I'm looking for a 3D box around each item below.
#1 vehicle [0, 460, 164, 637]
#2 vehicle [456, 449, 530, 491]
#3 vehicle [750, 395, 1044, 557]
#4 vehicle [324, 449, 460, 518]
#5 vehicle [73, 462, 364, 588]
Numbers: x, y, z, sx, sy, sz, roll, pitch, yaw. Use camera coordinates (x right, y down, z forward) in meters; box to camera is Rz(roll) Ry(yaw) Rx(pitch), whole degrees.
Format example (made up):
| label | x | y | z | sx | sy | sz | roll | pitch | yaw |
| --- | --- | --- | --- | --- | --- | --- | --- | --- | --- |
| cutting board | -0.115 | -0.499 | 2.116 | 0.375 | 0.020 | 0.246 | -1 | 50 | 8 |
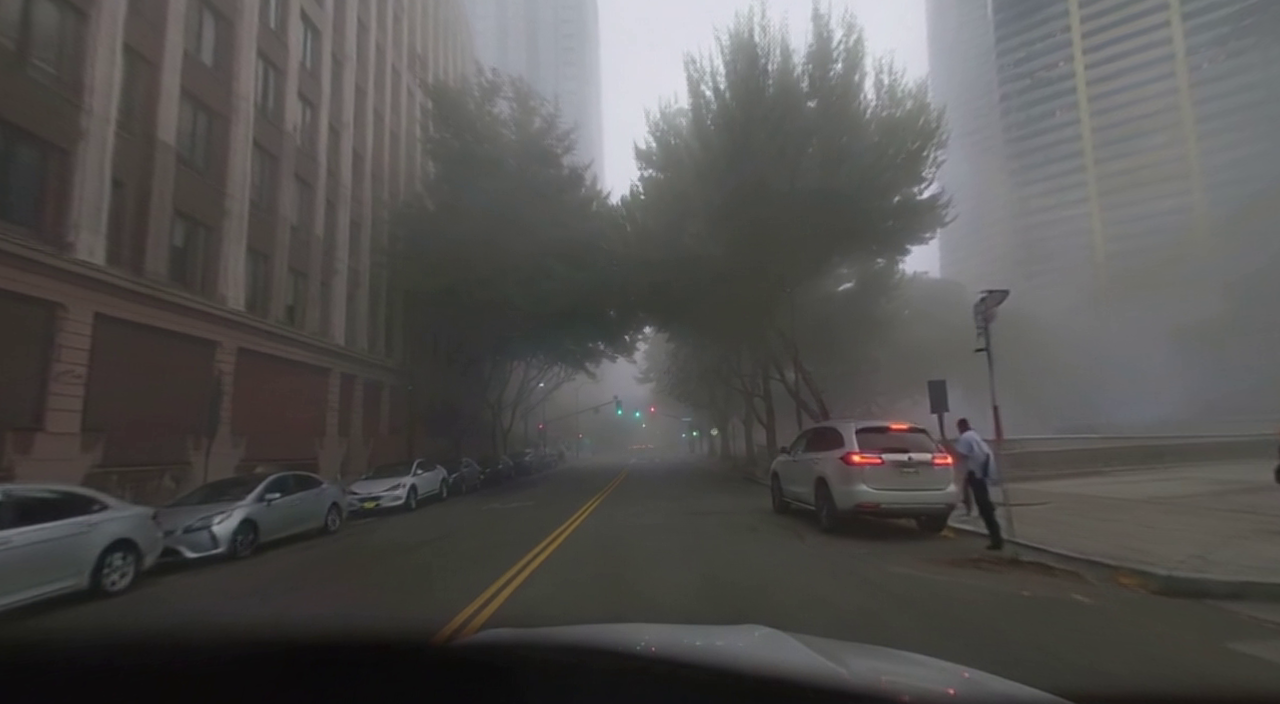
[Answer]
| label | x | y | z | sx | sy | sz | roll | pitch | yaw |
| --- | --- | --- | --- | --- | --- | --- | --- | --- | --- |
| vehicle | -6.935 | 1.867 | 5.572 | 1.944 | 1.574 | 4.717 | -3 | -8 | -2 |
| vehicle | -6.440 | 5.183 | 28.161 | 2.270 | 1.539 | 4.855 | -3 | -8 | -2 |
| vehicle | 3.973 | 2.096 | 11.495 | 2.568 | 2.001 | 5.999 | -3 | -8 | -2 |
| vehicle | -6.690 | 3.536 | 17.601 | 2.110 | 1.498 | 4.555 | -3 | -8 | -2 |
| vehicle | -6.863 | 2.807 | 11.167 | 1.889 | 1.451 | 5.013 | -3 | -8 | -2 |
